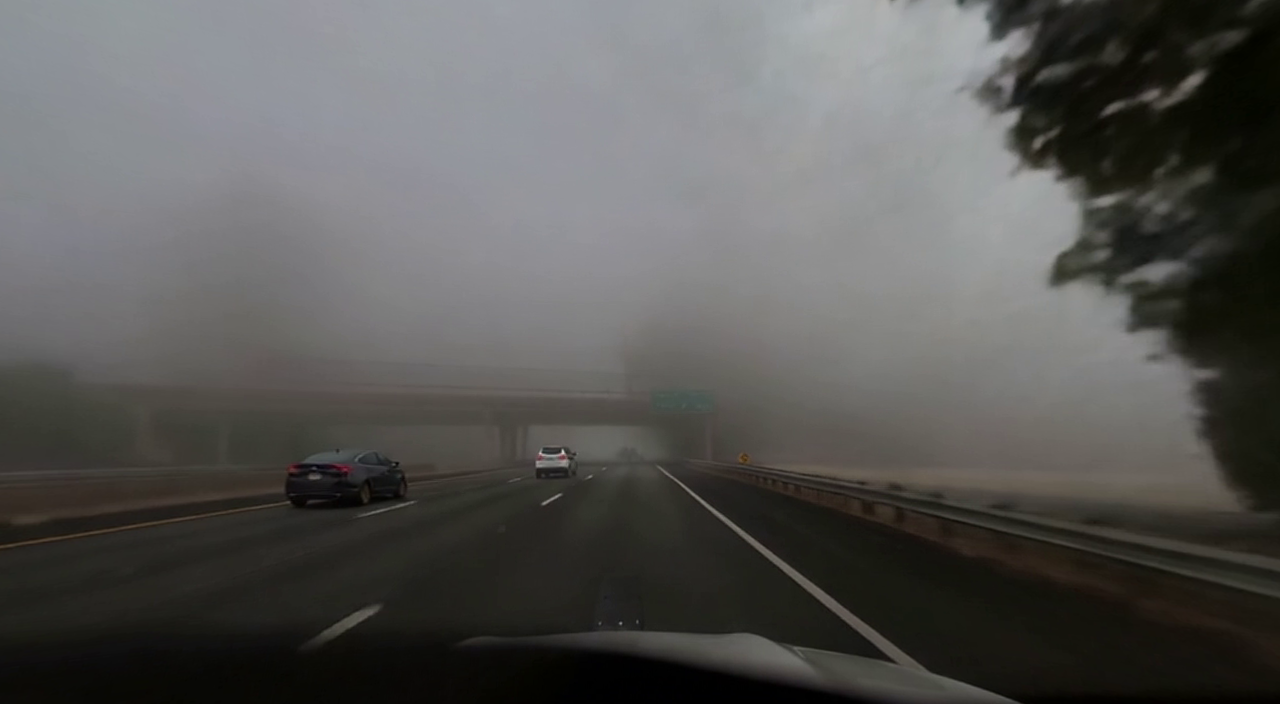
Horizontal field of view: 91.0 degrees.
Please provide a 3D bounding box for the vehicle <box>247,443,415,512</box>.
[{"bbox_3d":[-7.729,3.169,16.391,2.002,1.507,4.631,0,-9,0],"label":"vehicle"}]

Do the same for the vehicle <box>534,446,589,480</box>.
[{"bbox_3d":[-3.857,5.575,31.874,2.102,1.571,4.666,0,-9,1],"label":"vehicle"}]
